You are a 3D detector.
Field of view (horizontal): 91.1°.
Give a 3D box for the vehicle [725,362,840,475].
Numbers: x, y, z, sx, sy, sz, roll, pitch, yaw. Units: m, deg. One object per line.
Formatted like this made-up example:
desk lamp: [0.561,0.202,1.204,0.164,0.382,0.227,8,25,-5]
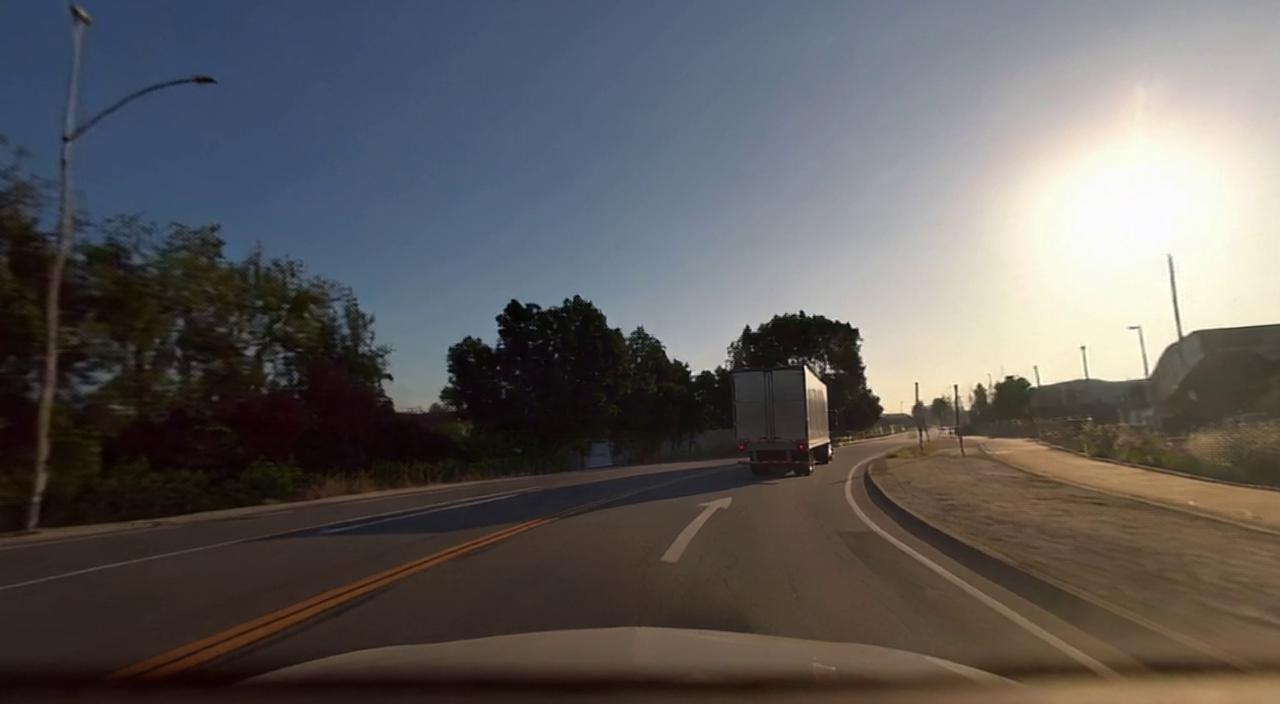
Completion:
vehicle: [6.275,2.920,26.064,2.837,3.712,10.484,-3,-9,22]
